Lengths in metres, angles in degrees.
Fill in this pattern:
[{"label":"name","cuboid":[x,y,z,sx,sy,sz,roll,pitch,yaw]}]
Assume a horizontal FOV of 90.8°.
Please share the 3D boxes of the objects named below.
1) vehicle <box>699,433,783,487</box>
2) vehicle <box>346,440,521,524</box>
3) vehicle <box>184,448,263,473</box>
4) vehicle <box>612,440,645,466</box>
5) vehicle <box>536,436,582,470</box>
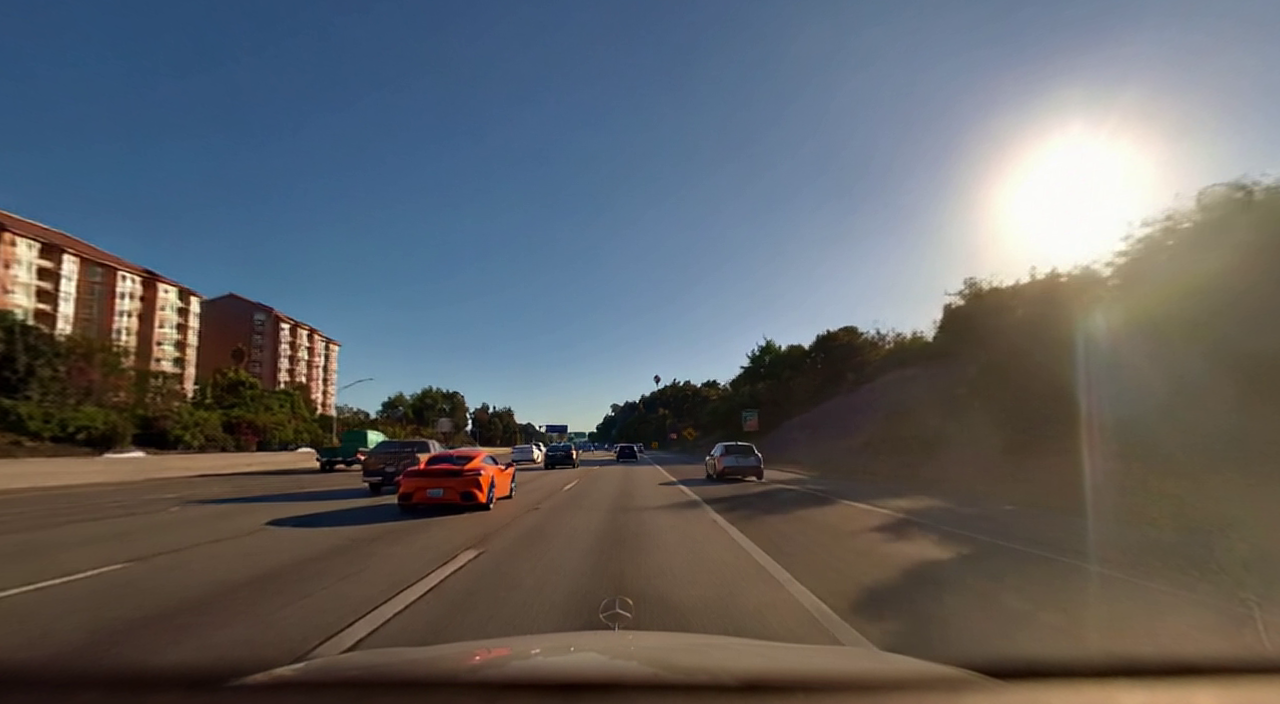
[{"label":"vehicle","cuboid":[3.352,3.684,21.918,2.061,1.658,4.417,0,-8,-2]},{"label":"vehicle","cuboid":[-3.988,2.578,13.191,2.124,1.426,4.444,0,-8,0]},{"label":"vehicle","cuboid":[-26.159,6.781,39.869,1.816,1.457,4.598,0,-8,0]},{"label":"vehicle","cuboid":[-0.741,6.633,41.712,2.053,1.650,3.945,0,-8,-1]},{"label":"vehicle","cuboid":[-4.481,5.655,35.467,2.044,1.774,4.329,0,-8,-1]}]
